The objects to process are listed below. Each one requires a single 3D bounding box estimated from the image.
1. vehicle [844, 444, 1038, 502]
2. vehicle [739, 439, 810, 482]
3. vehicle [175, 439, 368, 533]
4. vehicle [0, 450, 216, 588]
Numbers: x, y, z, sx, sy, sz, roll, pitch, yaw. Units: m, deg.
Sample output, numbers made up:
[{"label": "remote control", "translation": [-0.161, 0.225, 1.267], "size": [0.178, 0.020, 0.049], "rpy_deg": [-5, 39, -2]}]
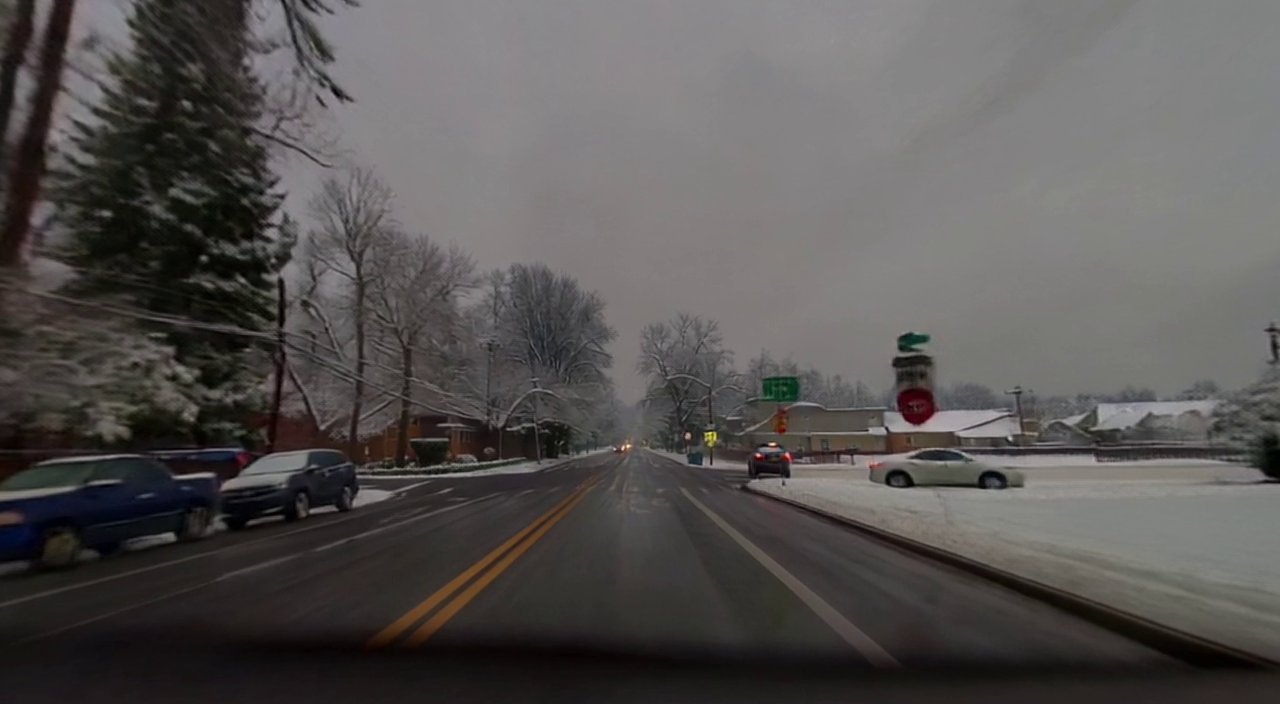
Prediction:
[{"label": "vehicle", "translation": [8.180, 3.312, 17.537], "size": [4.438, 1.466, 1.943], "rpy_deg": [-1, -9, 10]}, {"label": "vehicle", "translation": [5.823, 4.743, 27.838], "size": [2.096, 1.713, 4.606], "rpy_deg": [0, -9, -1]}, {"label": "vehicle", "translation": [-9.374, 3.362, 16.683], "size": [2.181, 1.938, 4.931], "rpy_deg": [-2, -7, 0]}, {"label": "vehicle", "translation": [-9.145, 2.429, 9.992], "size": [1.998, 1.684, 4.180], "rpy_deg": [1, -9, -2]}]
